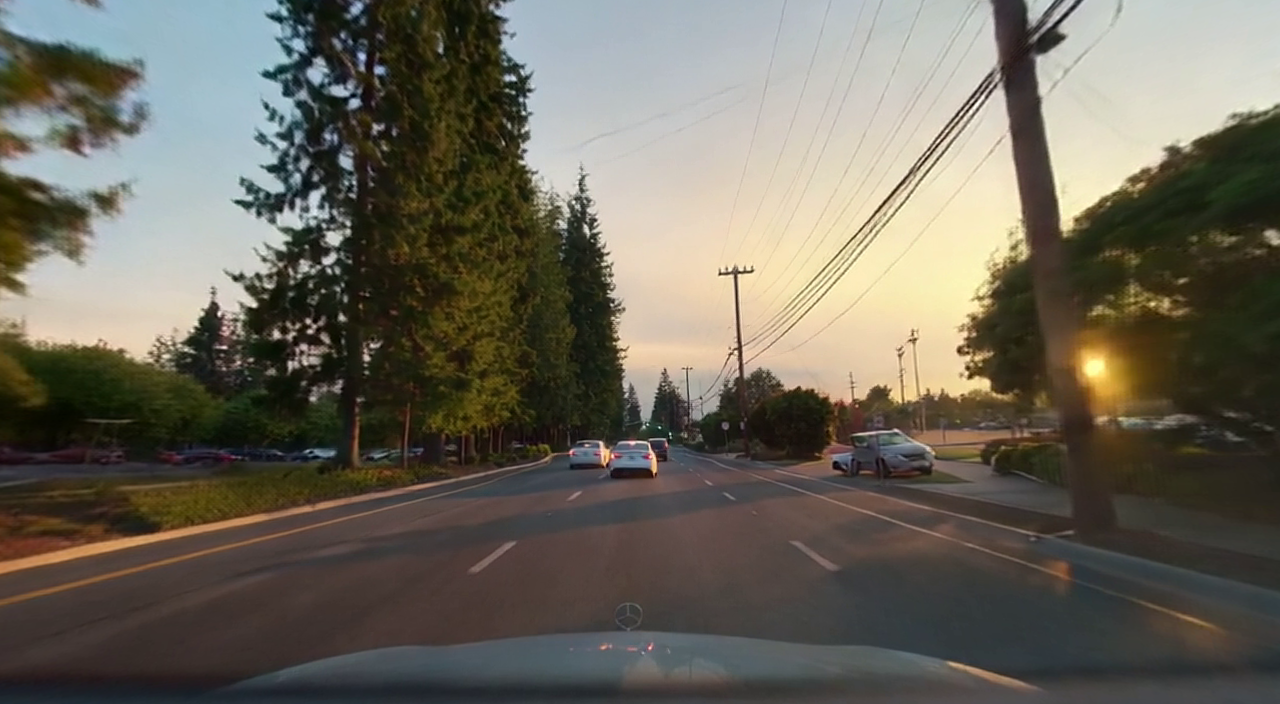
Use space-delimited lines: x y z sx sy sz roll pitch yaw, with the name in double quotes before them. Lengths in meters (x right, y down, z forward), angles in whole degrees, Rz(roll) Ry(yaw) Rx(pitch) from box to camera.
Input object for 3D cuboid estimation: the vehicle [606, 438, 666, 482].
"vehicle" -0.137 3.933 23.216 1.991 1.463 3.988 0 -8 0
